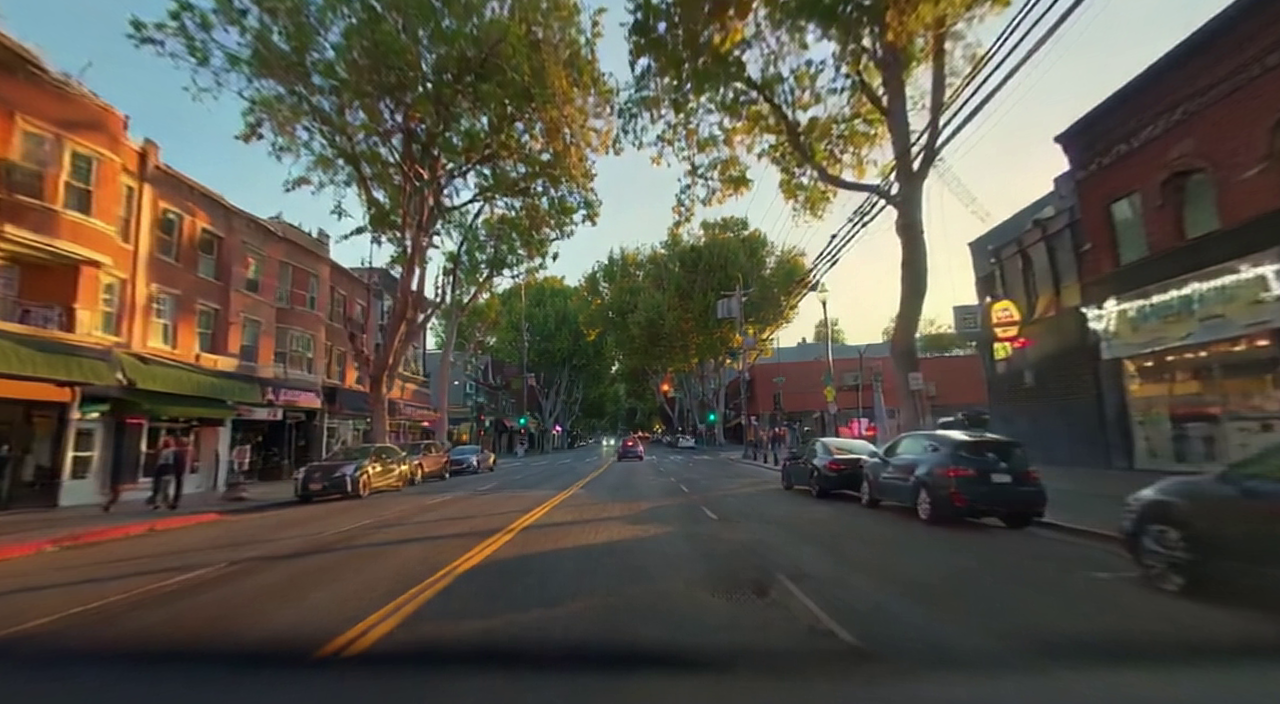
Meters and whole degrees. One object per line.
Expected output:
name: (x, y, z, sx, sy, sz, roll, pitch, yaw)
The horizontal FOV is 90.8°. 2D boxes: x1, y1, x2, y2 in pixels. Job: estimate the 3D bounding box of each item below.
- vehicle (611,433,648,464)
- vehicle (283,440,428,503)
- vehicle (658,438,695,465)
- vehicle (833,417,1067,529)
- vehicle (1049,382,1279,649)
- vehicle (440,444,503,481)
vehicle: (-0.666, 6.307, 41.263, 2.301, 1.854, 4.919, 0, -9, 0)
vehicle: (-9.521, 4.065, 21.890, 2.305, 1.883, 5.580, 0, -9, 1)
vehicle: (2.231, 6.251, 39.858, 1.998, 1.580, 4.015, 0, -9, -1)
vehicle: (5.787, 2.301, 12.723, 2.070, 1.761, 4.848, -1, -8, -2)
vehicle: (5.625, 1.010, 3.612, 2.293, 1.830, 6.070, 0, -9, -3)
vehicle: (-9.852, 6.465, 37.466, 2.048, 1.985, 6.011, 0, -9, 0)
